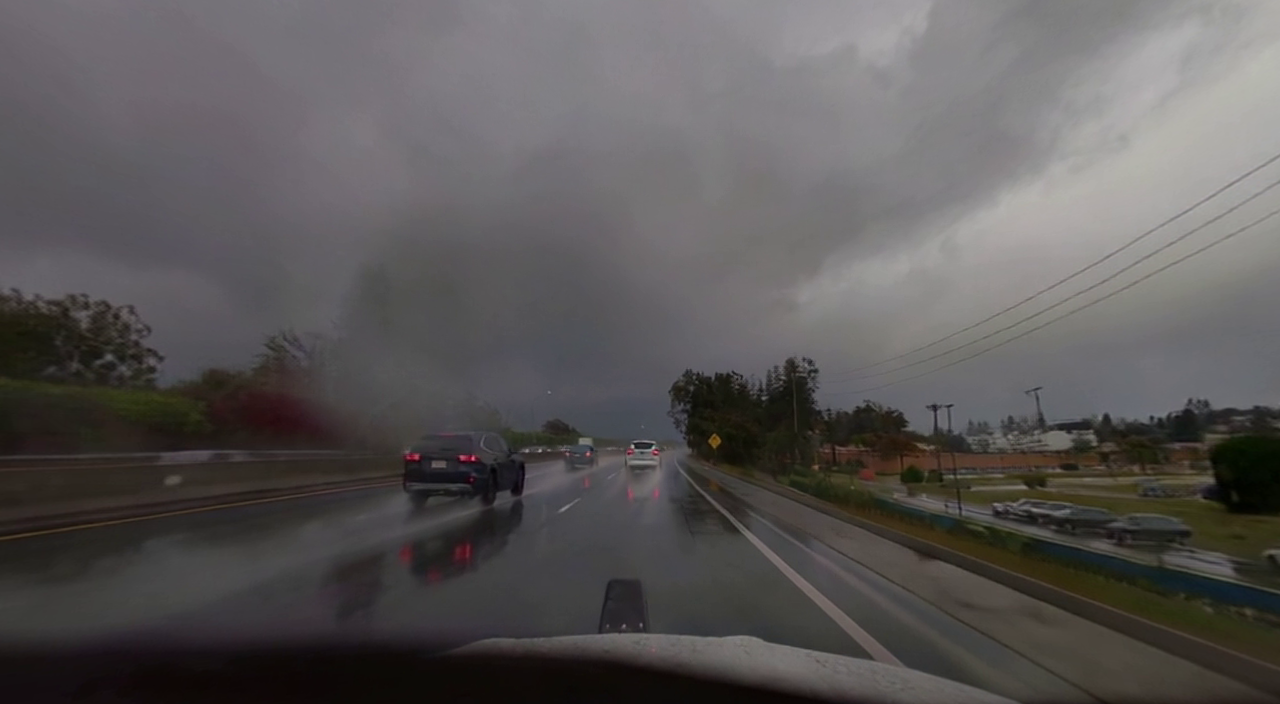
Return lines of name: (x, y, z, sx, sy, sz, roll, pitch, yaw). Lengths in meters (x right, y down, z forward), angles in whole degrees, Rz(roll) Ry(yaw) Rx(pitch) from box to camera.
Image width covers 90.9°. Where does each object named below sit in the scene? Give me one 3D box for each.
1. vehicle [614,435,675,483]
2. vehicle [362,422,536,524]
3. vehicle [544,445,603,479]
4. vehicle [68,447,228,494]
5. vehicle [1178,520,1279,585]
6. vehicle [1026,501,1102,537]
vehicle: (0.219, 4.413, 26.324, 2.319, 1.813, 4.274, 0, -9, 2)
vehicle: (-3.707, 2.451, 13.282, 2.104, 1.754, 4.515, 0, -9, 2)
vehicle: (-3.042, 5.139, 29.817, 2.092, 1.464, 4.466, 0, -9, 2)
vehicle: (-16.788, 4.018, 21.875, 1.839, 1.451, 4.462, 0, -9, 2)
vehicle: (22.477, 7.259, 22.988, 1.826, 1.625, 4.758, -1, -9, 6)
vehicle: (24.730, 9.733, 36.979, 1.985, 1.513, 4.339, -1, -8, 9)
